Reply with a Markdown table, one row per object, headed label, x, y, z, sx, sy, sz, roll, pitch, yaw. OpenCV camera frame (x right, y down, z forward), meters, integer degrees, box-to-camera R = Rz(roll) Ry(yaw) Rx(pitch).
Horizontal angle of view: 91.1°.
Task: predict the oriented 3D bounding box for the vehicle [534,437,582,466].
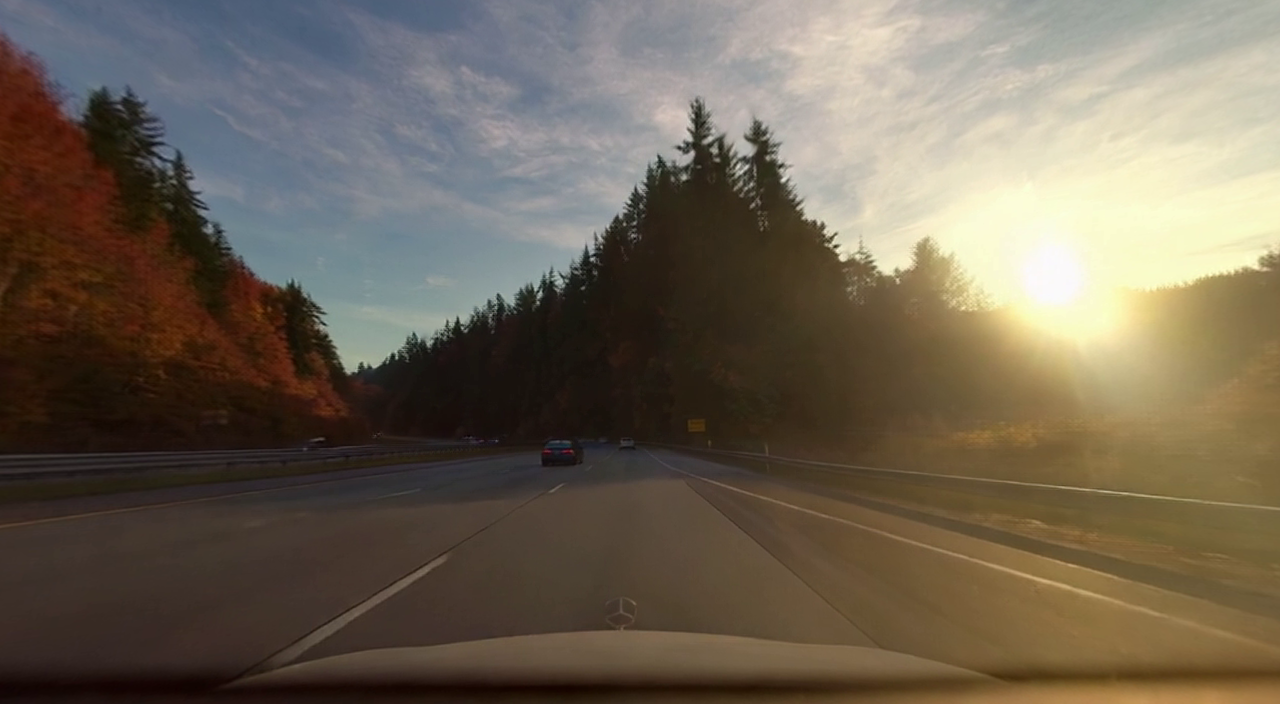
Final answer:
| label | x | y | z | sx | sy | sz | roll | pitch | yaw |
| --- | --- | --- | --- | --- | --- | --- | --- | --- | --- |
| vehicle | -4.447 | 5.429 | 34.720 | 2.004 | 1.497 | 4.260 | 0 | -8 | 1 |
